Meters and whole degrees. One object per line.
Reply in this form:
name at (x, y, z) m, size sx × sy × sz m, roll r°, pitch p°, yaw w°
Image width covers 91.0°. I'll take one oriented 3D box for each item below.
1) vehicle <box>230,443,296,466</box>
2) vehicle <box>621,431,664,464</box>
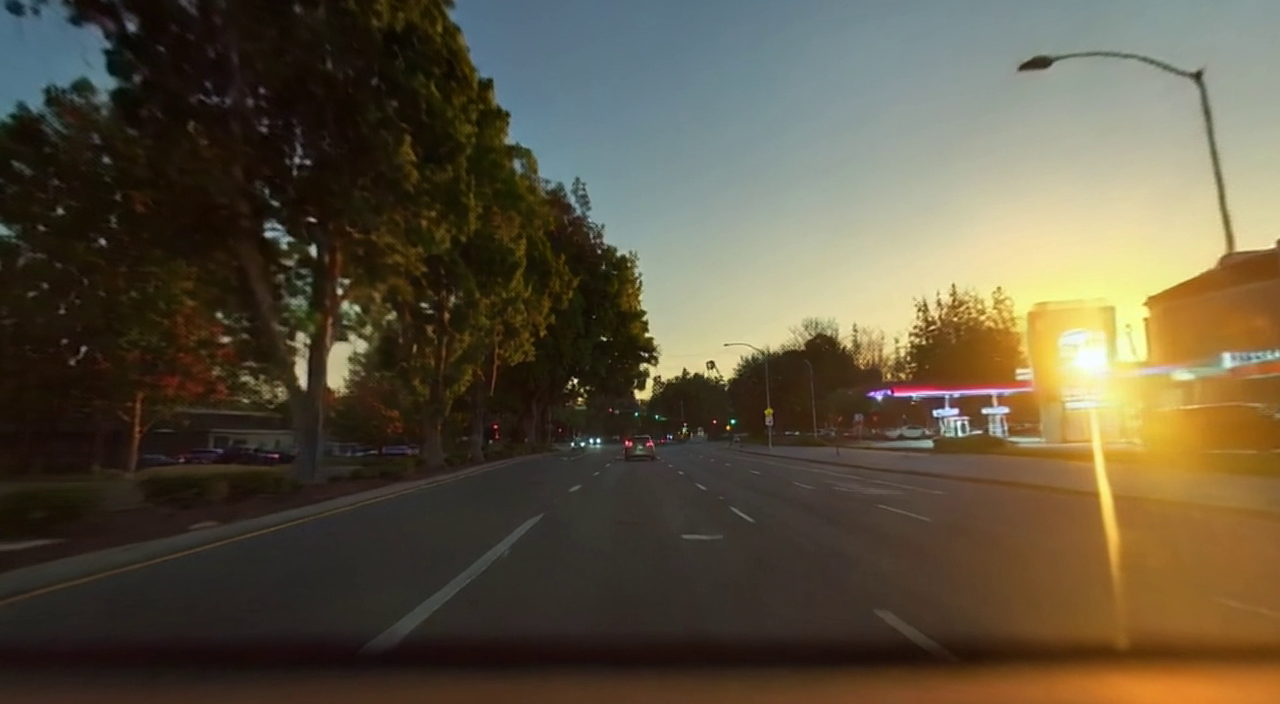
vehicle at (-28.679, 7.783, 47.856) m, size 4.749 × 1.666 × 1.859 m, roll -4°, pitch -9°, yaw 25°
vehicle at (0.108, 5.327, 35.136) m, size 2.213 × 1.715 × 4.242 m, roll 0°, pitch -8°, yaw 0°
